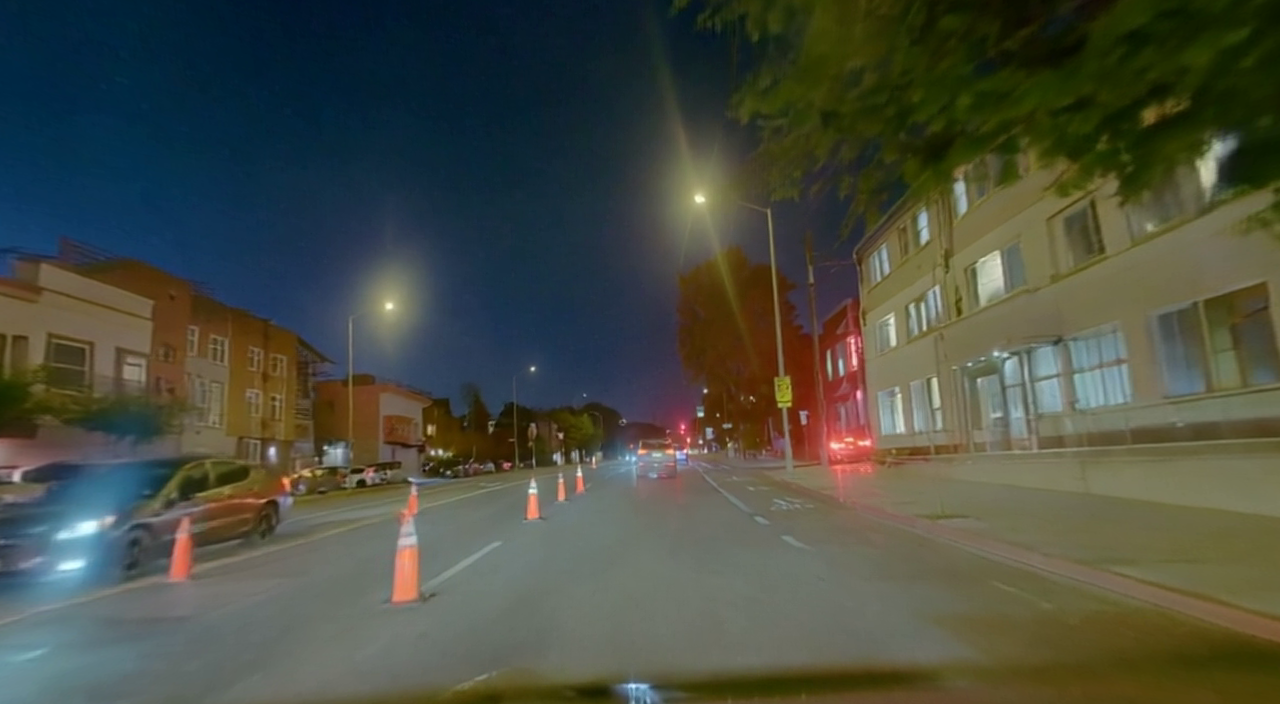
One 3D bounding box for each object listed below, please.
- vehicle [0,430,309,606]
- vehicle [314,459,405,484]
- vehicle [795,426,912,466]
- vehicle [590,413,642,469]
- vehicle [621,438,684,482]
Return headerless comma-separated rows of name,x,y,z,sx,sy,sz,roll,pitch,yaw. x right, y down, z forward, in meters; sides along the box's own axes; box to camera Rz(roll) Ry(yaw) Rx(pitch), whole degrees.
vehicle,-6.897,2.041,8.760,2.016,1.693,4.911,-3,-8,0
vehicle,-18.327,7.829,41.441,4.952,1.510,2.115,-1,-8,5
vehicle,10.439,4.627,31.224,4.859,1.914,2.333,1,-8,-5
vehicle,-1.461,6.087,43.332,2.977,3.271,12.748,0,-8,-1
vehicle,0.502,4.038,23.909,2.159,1.506,4.086,0,-8,2
